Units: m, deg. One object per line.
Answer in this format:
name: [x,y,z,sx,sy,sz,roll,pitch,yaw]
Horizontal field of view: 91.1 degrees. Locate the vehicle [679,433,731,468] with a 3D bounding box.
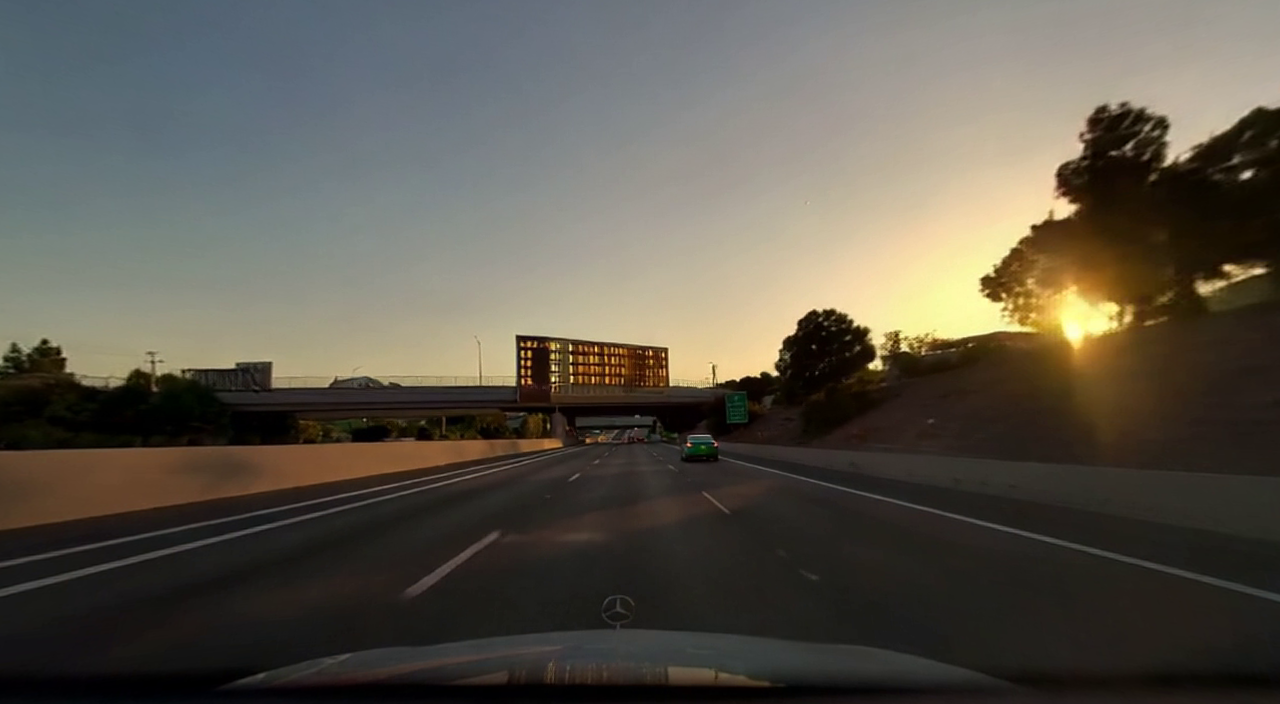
vehicle: [2.953,4.557,29.309,1.946,1.481,3.969,0,-8,-1]
